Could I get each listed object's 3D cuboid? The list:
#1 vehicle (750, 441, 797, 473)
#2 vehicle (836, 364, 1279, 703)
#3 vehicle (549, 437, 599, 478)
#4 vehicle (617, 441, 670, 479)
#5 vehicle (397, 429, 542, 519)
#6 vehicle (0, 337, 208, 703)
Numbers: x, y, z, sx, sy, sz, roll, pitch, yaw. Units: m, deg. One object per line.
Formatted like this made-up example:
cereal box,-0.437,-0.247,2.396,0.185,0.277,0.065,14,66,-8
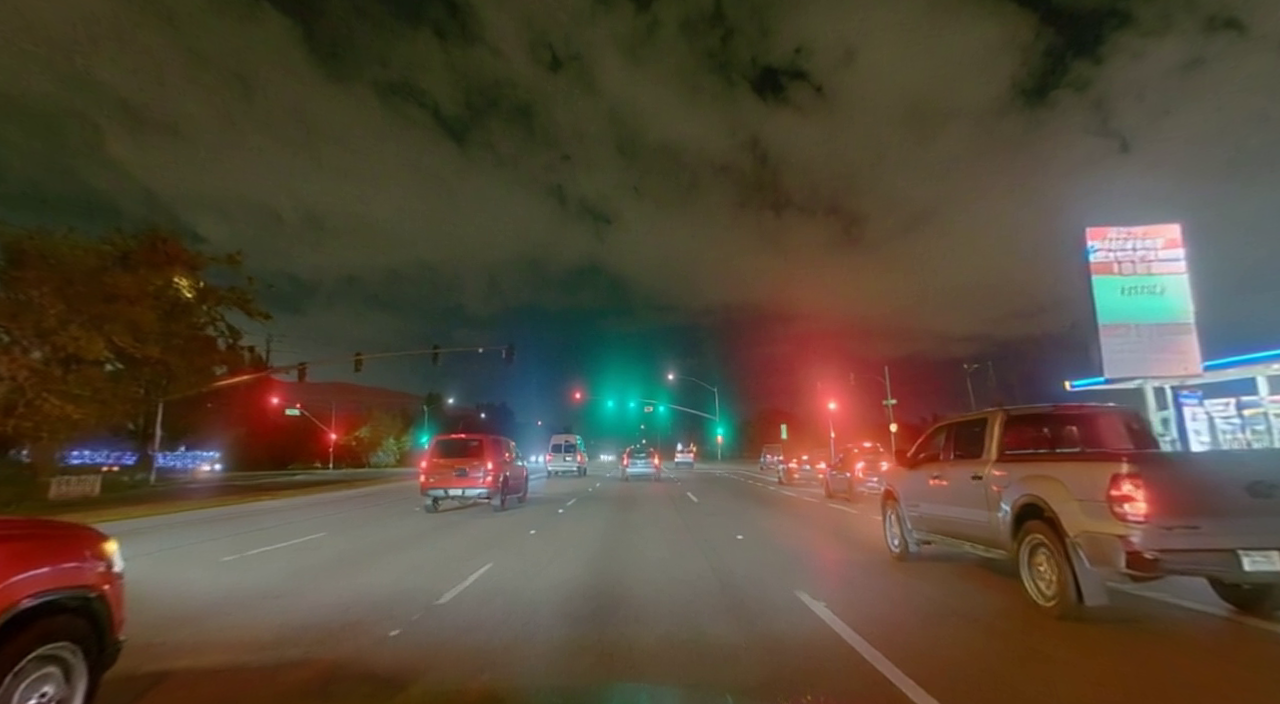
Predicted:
vehicle,7.595,6.001,36.188,2.119,1.696,4.623,-1,-9,5
vehicle,3.586,1.304,5.630,2.055,1.786,4.817,0,-9,0
vehicle,-3.353,5.487,32.959,2.025,1.936,4.995,0,-9,1
vehicle,0.147,5.323,31.337,2.426,1.703,5.602,0,-8,0
vehicle,-3.768,2.795,14.973,2.002,1.747,5.173,0,-8,0
vehicle,-3.467,0.619,1.057,2.159,1.717,4.581,0,-9,1
